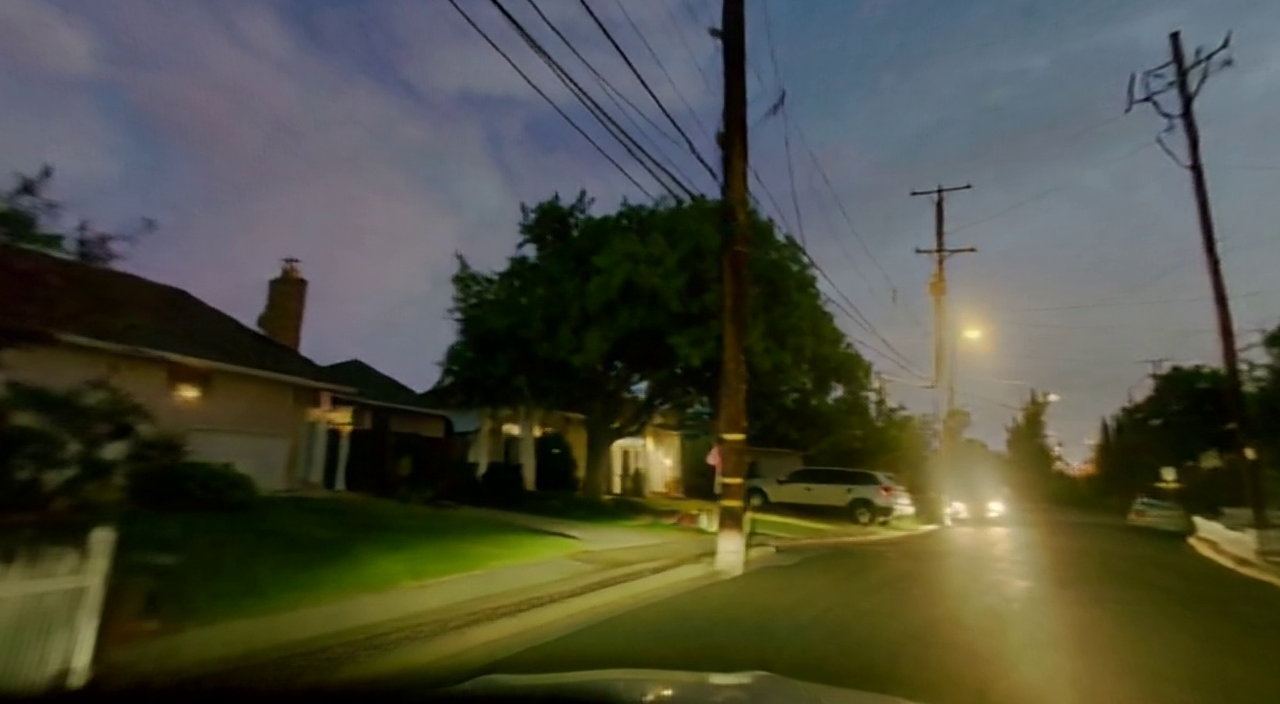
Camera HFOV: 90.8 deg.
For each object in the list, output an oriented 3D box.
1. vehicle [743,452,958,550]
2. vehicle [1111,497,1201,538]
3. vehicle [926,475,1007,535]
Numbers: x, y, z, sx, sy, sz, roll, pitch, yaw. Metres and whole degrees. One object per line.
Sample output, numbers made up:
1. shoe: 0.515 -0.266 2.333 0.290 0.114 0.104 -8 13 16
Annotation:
1. vehicle: 5.237 3.557 15.796 4.537 1.595 2.471 1 -8 34
2. vehicle: 24.649 7.851 30.133 3.005 1.535 4.025 -5 -14 42
3. vehicle: 11.399 5.180 21.903 2.081 1.589 4.691 -4 -10 31
